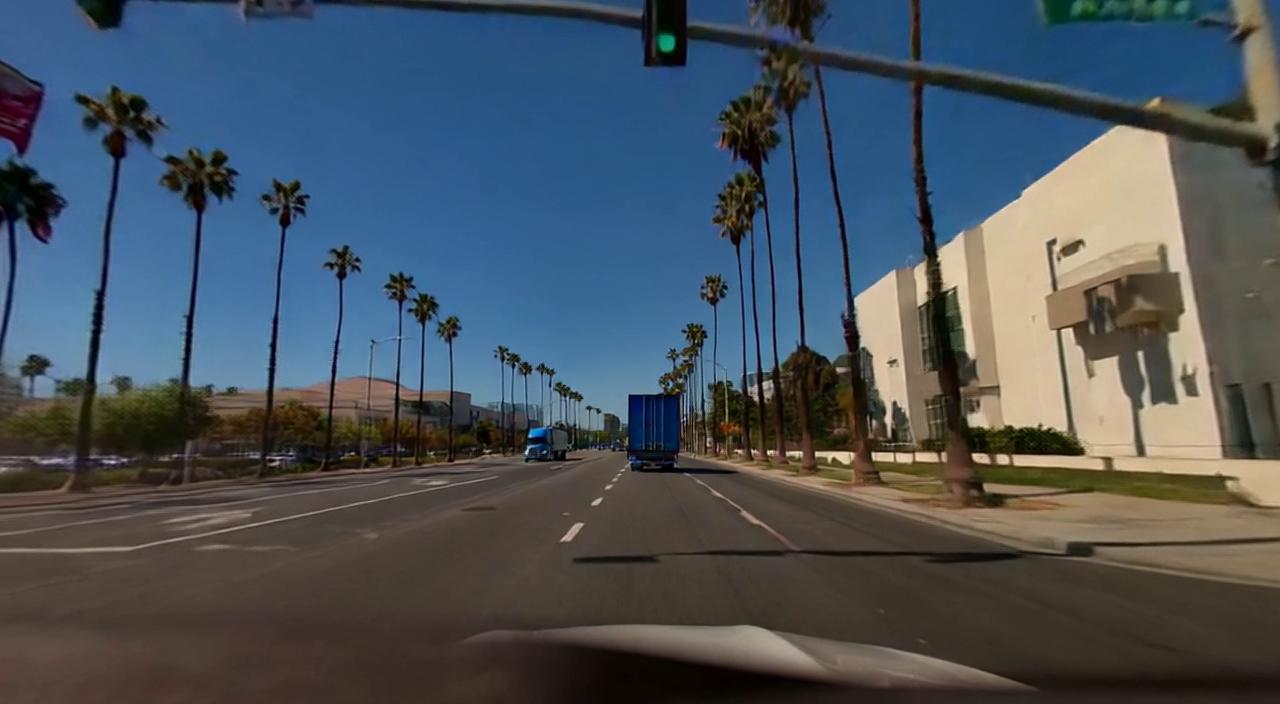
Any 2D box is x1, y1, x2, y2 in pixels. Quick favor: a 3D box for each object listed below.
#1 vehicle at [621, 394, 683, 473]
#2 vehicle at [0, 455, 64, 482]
[{"bbox_3d":[0.446,4.998,37.680,2.992,3.949,11.815,1,-8,-2],"label":"vehicle"},{"bbox_3d":[-36.167,6.736,36.371,3.743,1.448,1.780,0,-8,1],"label":"vehicle"}]
